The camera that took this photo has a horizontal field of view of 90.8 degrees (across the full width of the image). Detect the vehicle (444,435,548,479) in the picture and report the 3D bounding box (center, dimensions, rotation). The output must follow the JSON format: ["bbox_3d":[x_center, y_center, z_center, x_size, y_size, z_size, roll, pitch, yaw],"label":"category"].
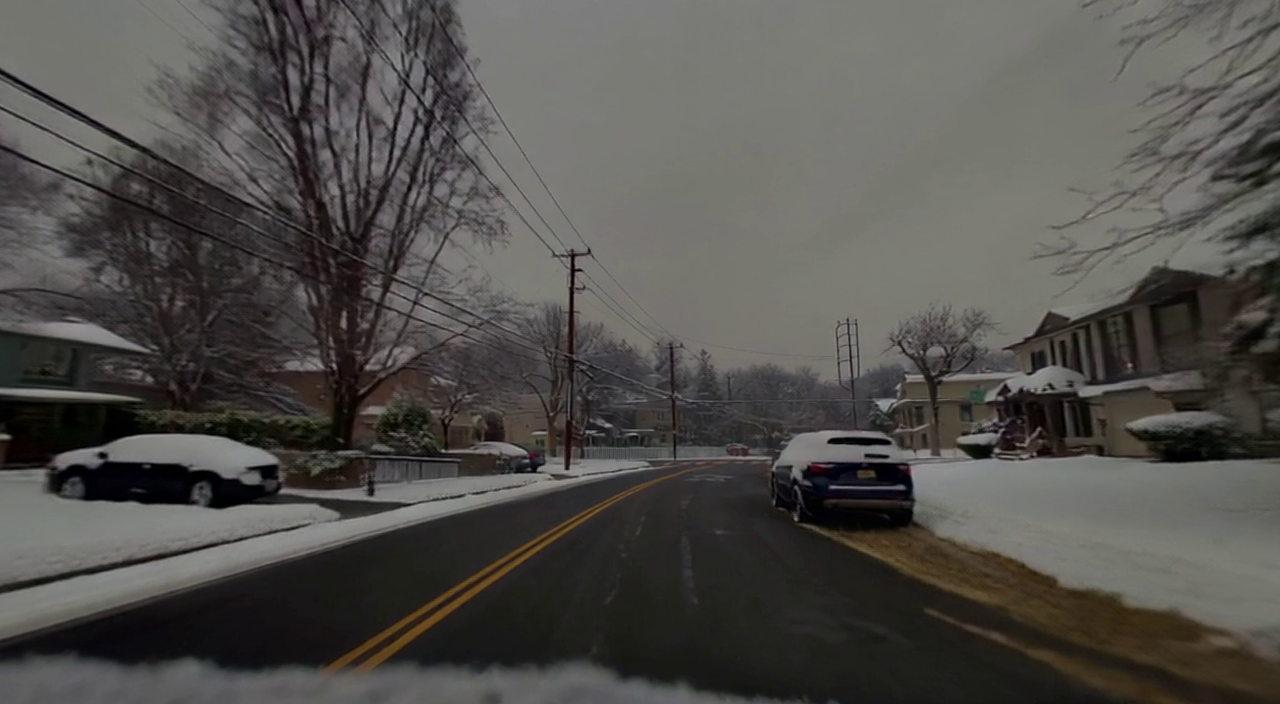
[{"bbox_3d":[-8.117,5.921,35.867,5.228,2.041,2.023,2,-7,12],"label":"vehicle"}]

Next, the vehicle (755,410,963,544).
[{"bbox_3d":[3.773,2.337,12.504,2.273,1.938,6.400,0,-9,4],"label":"vehicle"}]

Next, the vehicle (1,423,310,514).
[{"bbox_3d":[-11.384,2.737,15.172,5.632,1.957,2.302,-1,-9,5],"label":"vehicle"}]
